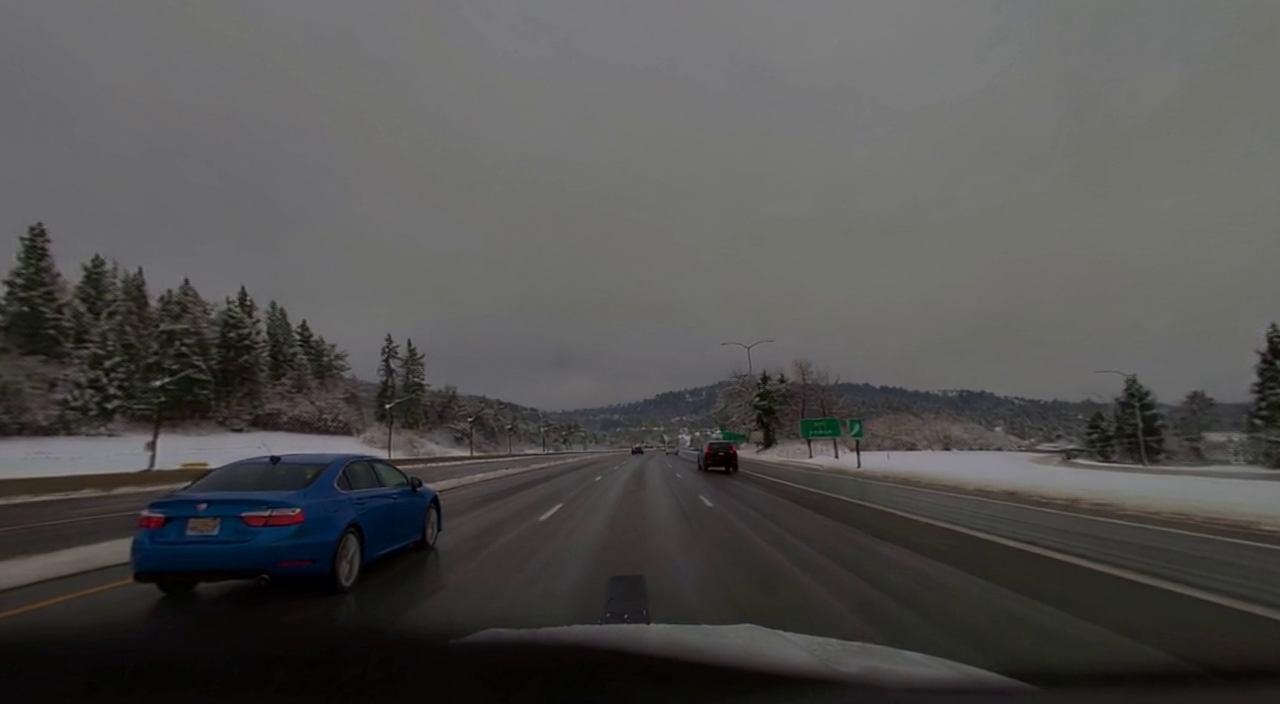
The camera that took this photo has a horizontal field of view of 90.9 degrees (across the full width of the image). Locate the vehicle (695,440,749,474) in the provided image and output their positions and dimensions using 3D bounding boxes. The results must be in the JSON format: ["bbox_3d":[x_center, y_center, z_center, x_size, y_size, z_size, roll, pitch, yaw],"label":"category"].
[{"bbox_3d":[3.783,4.950,29.925,1.916,1.469,4.481,0,-8,0],"label":"vehicle"}]
